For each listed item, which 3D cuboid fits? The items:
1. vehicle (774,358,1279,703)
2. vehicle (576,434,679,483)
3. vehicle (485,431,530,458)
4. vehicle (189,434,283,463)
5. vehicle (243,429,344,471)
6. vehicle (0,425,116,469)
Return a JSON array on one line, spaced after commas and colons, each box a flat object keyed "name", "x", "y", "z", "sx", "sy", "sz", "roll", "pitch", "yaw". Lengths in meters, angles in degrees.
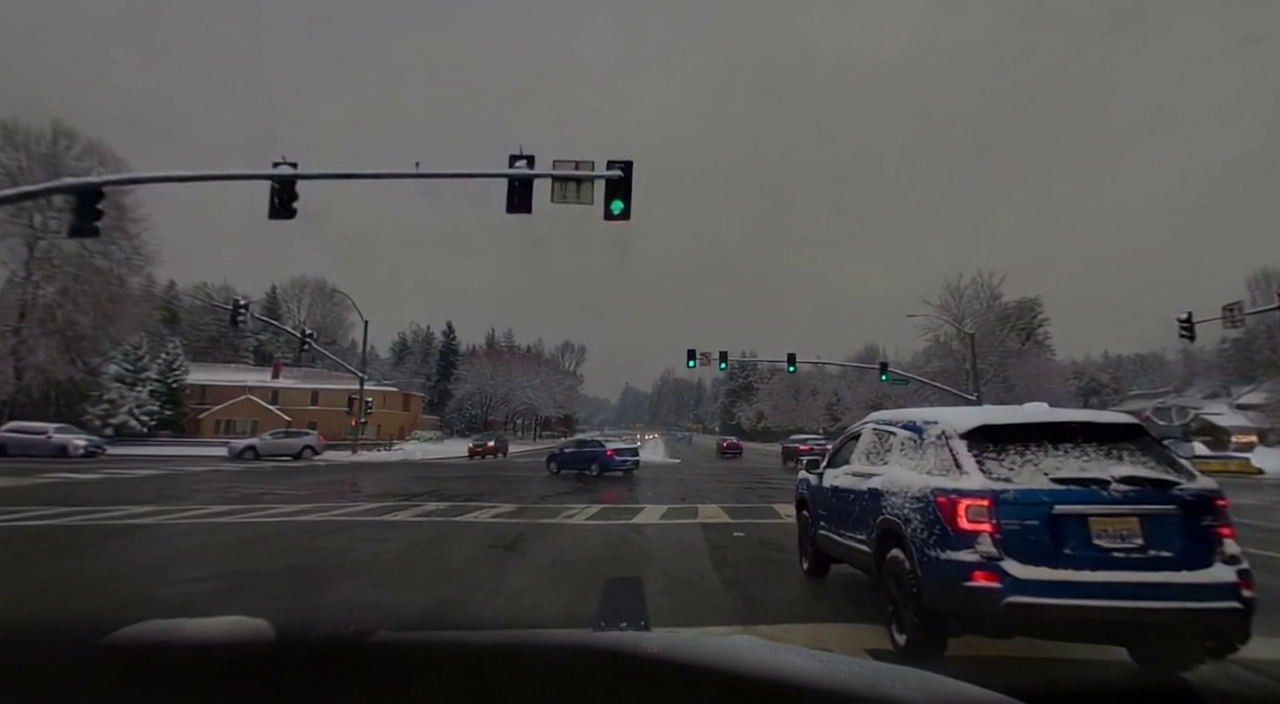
[{"name": "vehicle", "x": 2.724, "y": 1.235, "z": 5.292, "sx": 2.115, "sy": 1.737, "sz": 4.642, "roll": 0, "pitch": -8, "yaw": -1}, {"name": "vehicle", "x": -0.549, "y": 3.657, "z": 21.925, "sx": 2.009, "sy": 1.480, "sz": 4.423, "roll": 4, "pitch": -9, "yaw": -24}, {"name": "vehicle", "x": -9.981, "y": 7.057, "z": 47.963, "sx": 2.190, "sy": 1.978, "sz": 4.575, "roll": 0, "pitch": -8, "yaw": 3}, {"name": "vehicle", "x": -22.287, "y": 5.373, "z": 34.882, "sx": 3.979, "sy": 1.457, "sz": 1.795, "roll": 0, "pitch": -10, "yaw": 6}, {"name": "vehicle", "x": -15.336, "y": 4.321, "z": 27.872, "sx": 4.020, "sy": 1.705, "sz": 2.099, "roll": -5, "pitch": -10, "yaw": 32}, {"name": "vehicle", "x": -26.641, "y": 4.245, "z": 28.255, "sx": 4.365, "sy": 1.629, "sz": 2.004, "roll": 4, "pitch": -8, "yaw": 1}]
